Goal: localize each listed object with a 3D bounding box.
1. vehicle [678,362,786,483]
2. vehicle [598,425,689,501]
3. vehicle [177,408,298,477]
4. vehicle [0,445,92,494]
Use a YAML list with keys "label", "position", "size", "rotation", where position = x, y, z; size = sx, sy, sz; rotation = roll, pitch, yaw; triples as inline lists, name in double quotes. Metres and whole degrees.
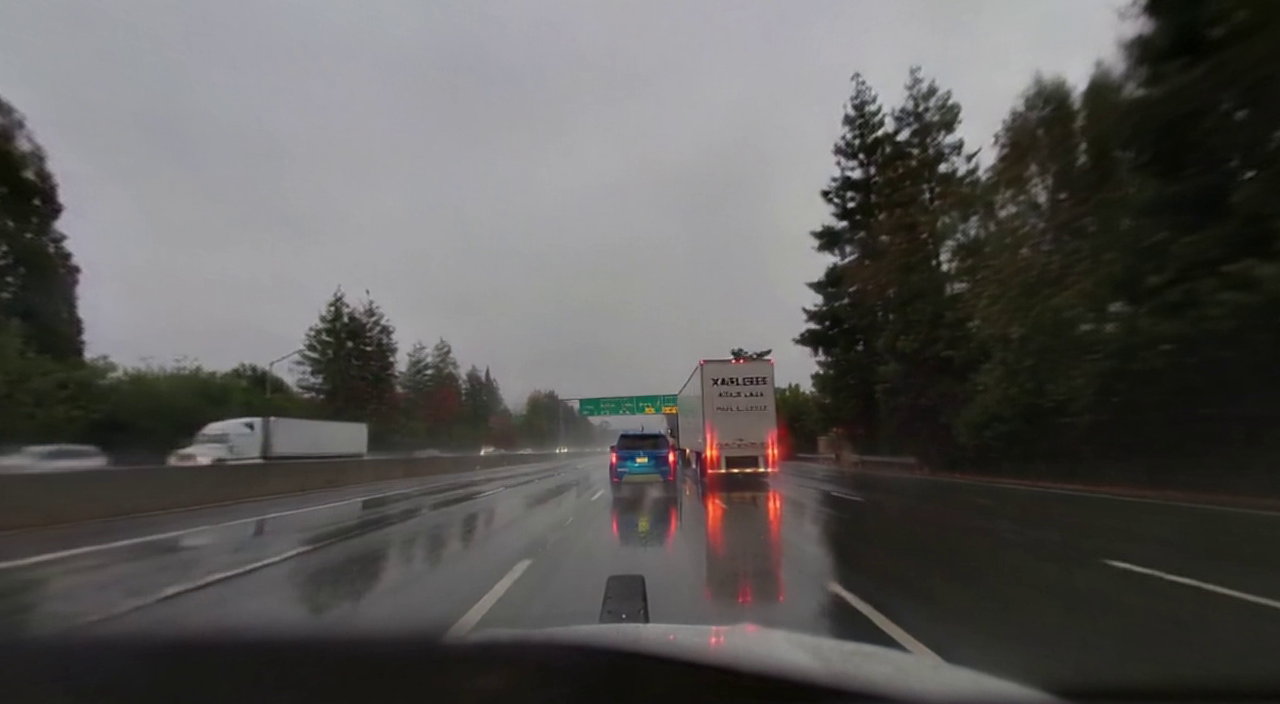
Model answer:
- label: "vehicle"
  position: [3.595, 3.564, 29.331]
  size: [2.909, 4.135, 15.820]
  rotation: [0, -9, 1]
- label: "vehicle"
  position: [0.087, 2.832, 16.354]
  size: [2.054, 1.706, 4.201]
  rotation: [0, -9, 0]
- label: "vehicle"
  position: [-25.690, 5.857, 40.622]
  size: [3.012, 4.033, 7.003]
  rotation: [0, -9, 0]
- label: "vehicle"
  position: [-22.226, 4.045, 21.860]
  size: [1.966, 1.606, 4.695]
  rotation: [0, -9, 1]
